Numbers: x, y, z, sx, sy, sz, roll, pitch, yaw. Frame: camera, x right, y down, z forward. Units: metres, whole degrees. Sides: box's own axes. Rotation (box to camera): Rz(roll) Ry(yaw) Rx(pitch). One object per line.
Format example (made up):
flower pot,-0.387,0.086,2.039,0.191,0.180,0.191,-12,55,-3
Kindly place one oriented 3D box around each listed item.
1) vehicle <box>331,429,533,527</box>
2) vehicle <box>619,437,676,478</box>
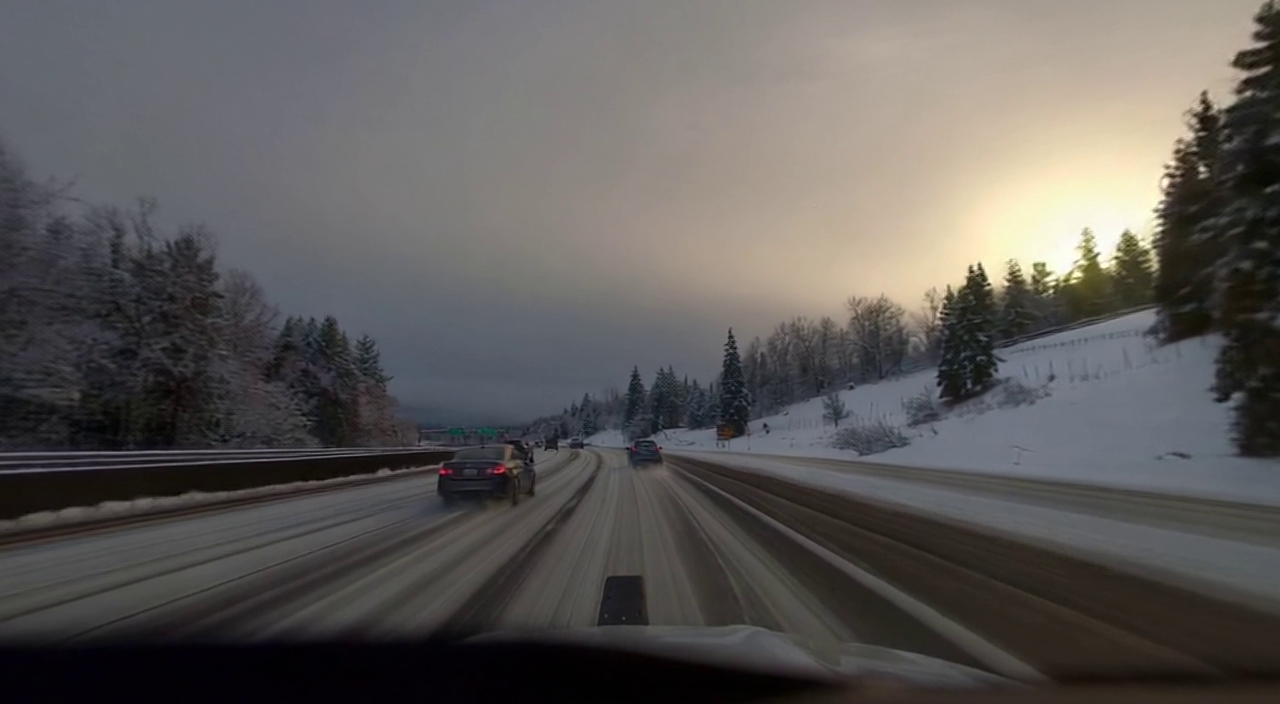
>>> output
vehicle,-3.667,2.341,12.352,2.246,1.519,4.980,0,-9,0
vehicle,0.211,4.078,24.633,2.051,1.444,3.927,0,-9,-2
